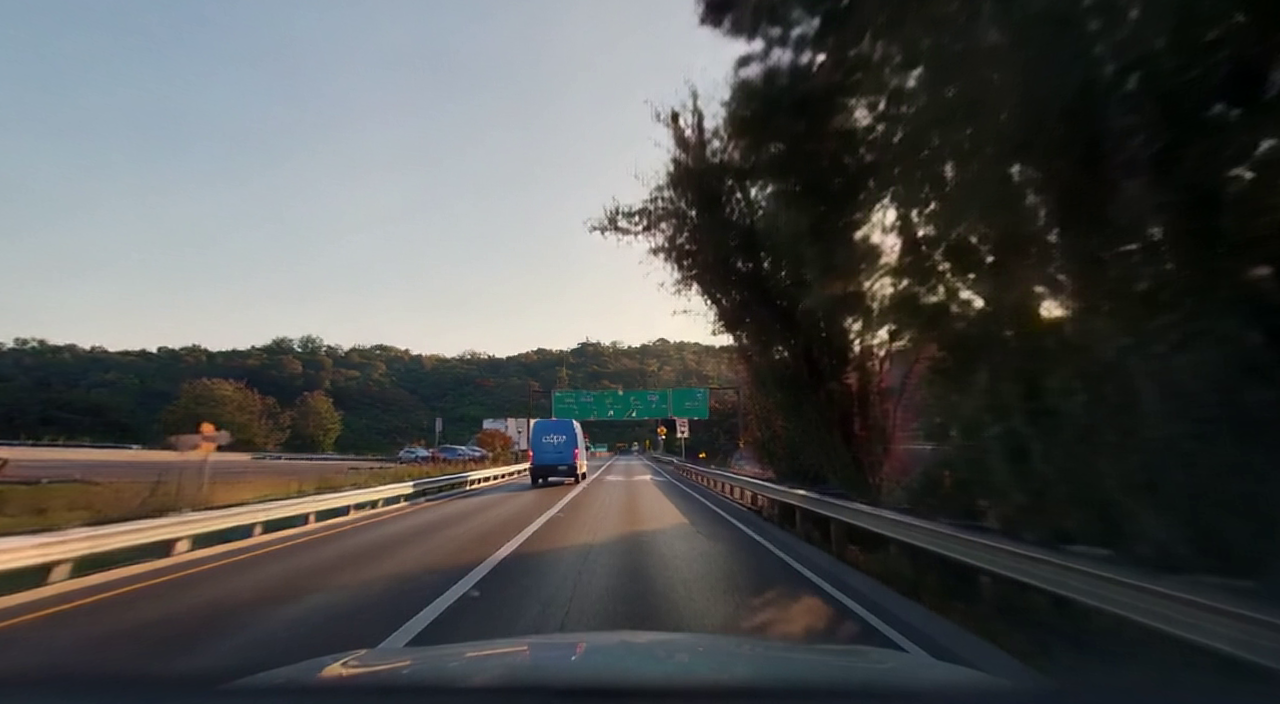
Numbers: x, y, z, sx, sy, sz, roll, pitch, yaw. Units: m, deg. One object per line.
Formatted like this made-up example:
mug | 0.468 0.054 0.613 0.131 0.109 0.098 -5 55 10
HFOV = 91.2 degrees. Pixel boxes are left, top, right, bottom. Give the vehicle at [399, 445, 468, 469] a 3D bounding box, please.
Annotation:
vehicle | -14.423 7.352 43.994 4.396 1.557 1.952 2 -9 -14

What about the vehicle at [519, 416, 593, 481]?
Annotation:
vehicle | -3.735 4.515 29.373 2.463 2.640 7.034 0 -9 0
